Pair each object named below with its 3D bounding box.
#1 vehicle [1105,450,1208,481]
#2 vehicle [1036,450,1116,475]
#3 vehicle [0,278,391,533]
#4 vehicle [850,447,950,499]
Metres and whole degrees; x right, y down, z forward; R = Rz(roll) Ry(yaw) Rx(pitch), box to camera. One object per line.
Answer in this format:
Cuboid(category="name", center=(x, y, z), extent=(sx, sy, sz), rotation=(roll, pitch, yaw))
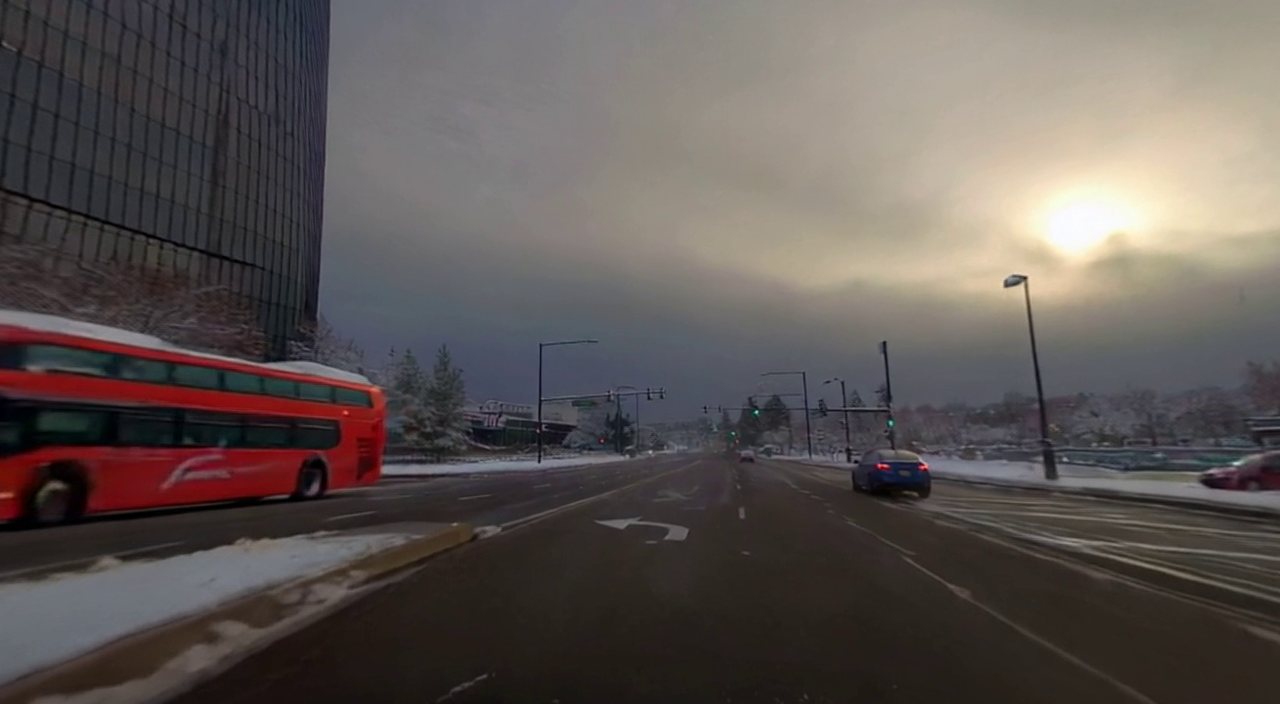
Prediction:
Cuboid(category="vehicle", center=(28.334, 6.240, 34.672), extent=(3.824, 1.453, 1.894), rotation=(-3, -8, 6))
Cuboid(category="vehicle", center=(29.270, 7.431, 42.378), extent=(3.896, 1.471, 1.936), rotation=(-3, -8, 9))
Cuboid(category="vehicle", center=(-11.911, 1.873, 16.920), extent=(3.110, 4.418, 13.688), rotation=(-1, -9, 8))
Cuboid(category="vehicle", center=(8.476, 3.951, 20.929), extent=(1.993, 1.501, 4.127), rotation=(-1, -9, 7))
